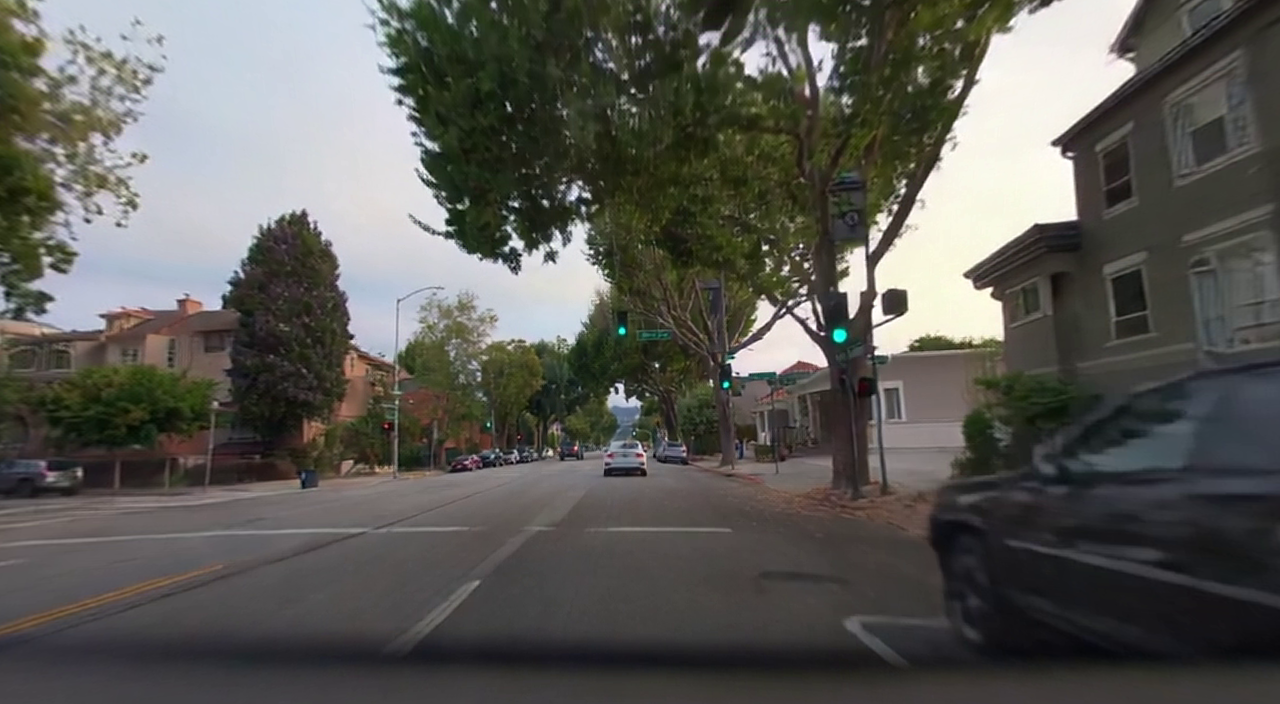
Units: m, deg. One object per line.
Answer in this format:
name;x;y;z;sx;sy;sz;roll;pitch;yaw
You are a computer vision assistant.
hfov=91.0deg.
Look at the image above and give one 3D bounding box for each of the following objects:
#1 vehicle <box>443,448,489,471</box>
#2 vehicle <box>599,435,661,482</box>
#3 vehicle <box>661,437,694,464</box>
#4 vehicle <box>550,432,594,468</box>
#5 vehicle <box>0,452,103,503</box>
vehicle;-12.279;7.611;44.671;1.913;1.475;4.372;0;-8;1
vehicle;-0.357;3.762;22.577;1.998;1.518;4.015;0;-8;-1
vehicle;2.499;6.703;43.102;1.969;1.725;4.387;0;-8;-1
vehicle;-3.661;5.375;34.624;1.983;1.841;4.013;0;-8;0
vehicle;-23.167;4.628;23.393;4.537;1.755;1.933;0;-8;-1
